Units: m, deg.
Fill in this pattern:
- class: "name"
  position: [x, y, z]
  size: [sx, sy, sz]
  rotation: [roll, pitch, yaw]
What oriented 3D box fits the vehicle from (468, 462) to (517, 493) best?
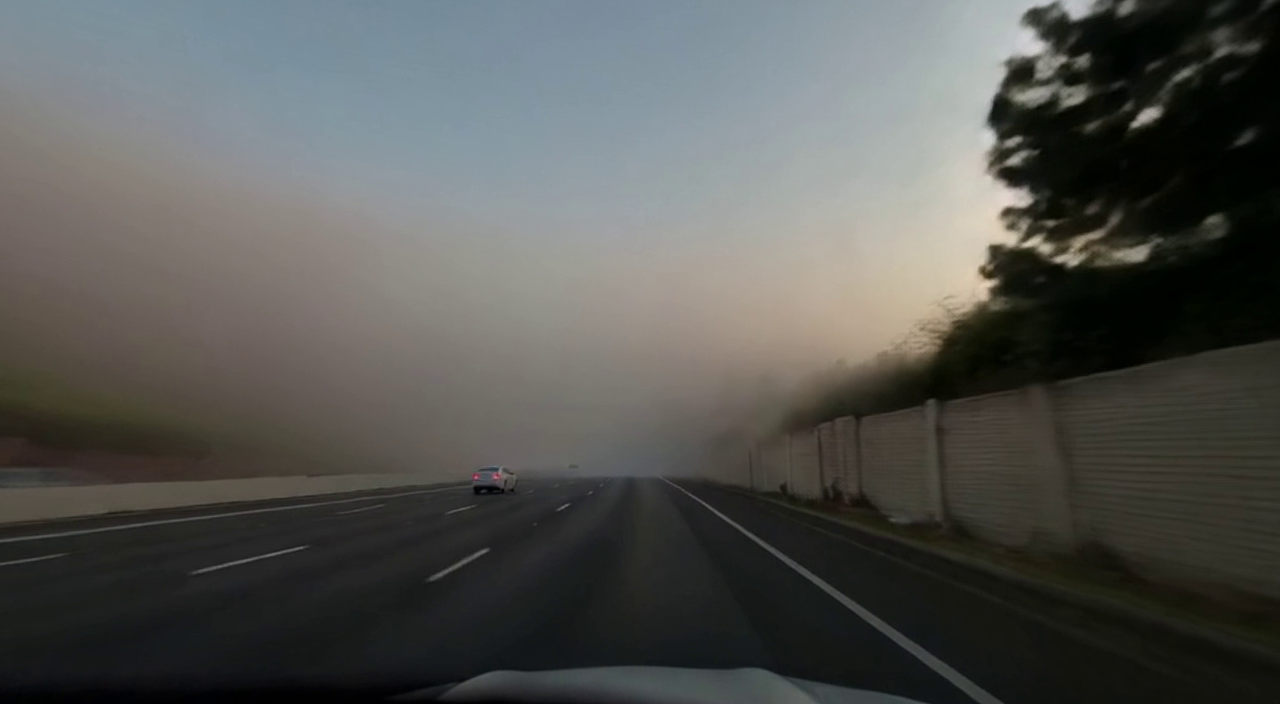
- class: "vehicle"
  position: [-7.794, 6.680, 33.659]
  size: [1.742, 1.494, 3.795]
  rotation: [-1, -10, -1]
